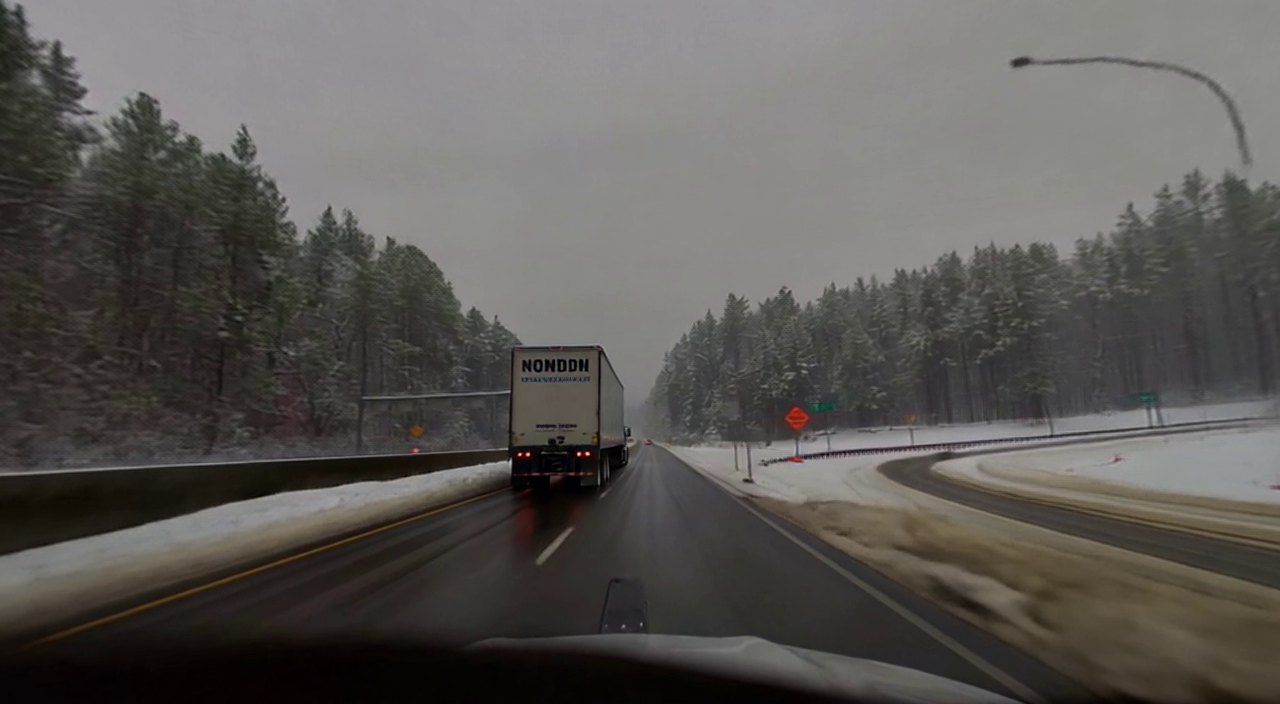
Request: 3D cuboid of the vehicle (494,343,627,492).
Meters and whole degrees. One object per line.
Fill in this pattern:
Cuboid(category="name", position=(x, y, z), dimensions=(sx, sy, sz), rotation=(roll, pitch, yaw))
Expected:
Cuboid(category="vehicle", position=(-2.317, 2.946, 25.418), dimensions=(2.873, 4.060, 16.327), rotation=(0, -8, 1))

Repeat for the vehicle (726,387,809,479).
Cuboid(category="vehicle", position=(5.183, 3.380, 26.196), dimensions=(2.928, 3.571, 3.032), rotation=(-1, -8, 5))
